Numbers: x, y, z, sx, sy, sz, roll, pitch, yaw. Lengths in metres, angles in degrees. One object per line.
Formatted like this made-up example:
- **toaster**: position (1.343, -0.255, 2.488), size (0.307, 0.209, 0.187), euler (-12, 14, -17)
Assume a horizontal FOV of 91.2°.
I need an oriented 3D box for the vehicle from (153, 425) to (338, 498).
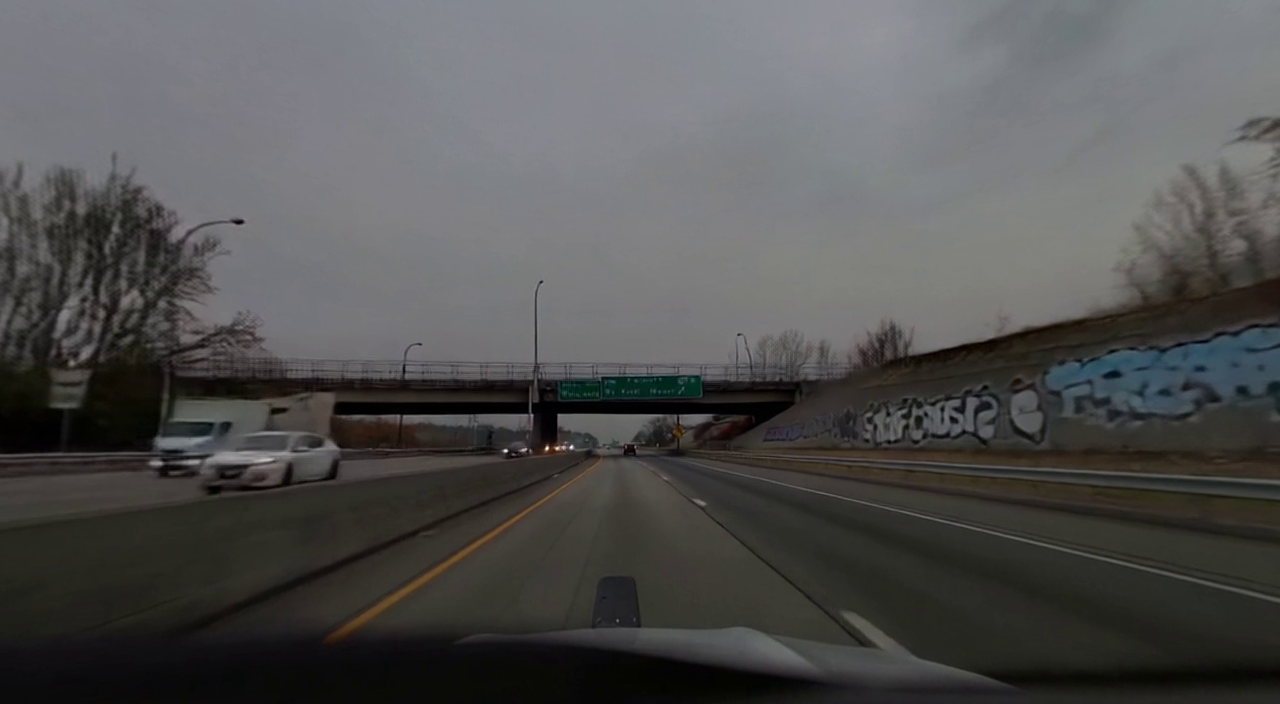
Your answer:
- **vehicle**: position (-9.221, 2.600, 15.146), size (1.857, 1.490, 4.145), euler (0, -9, -2)
